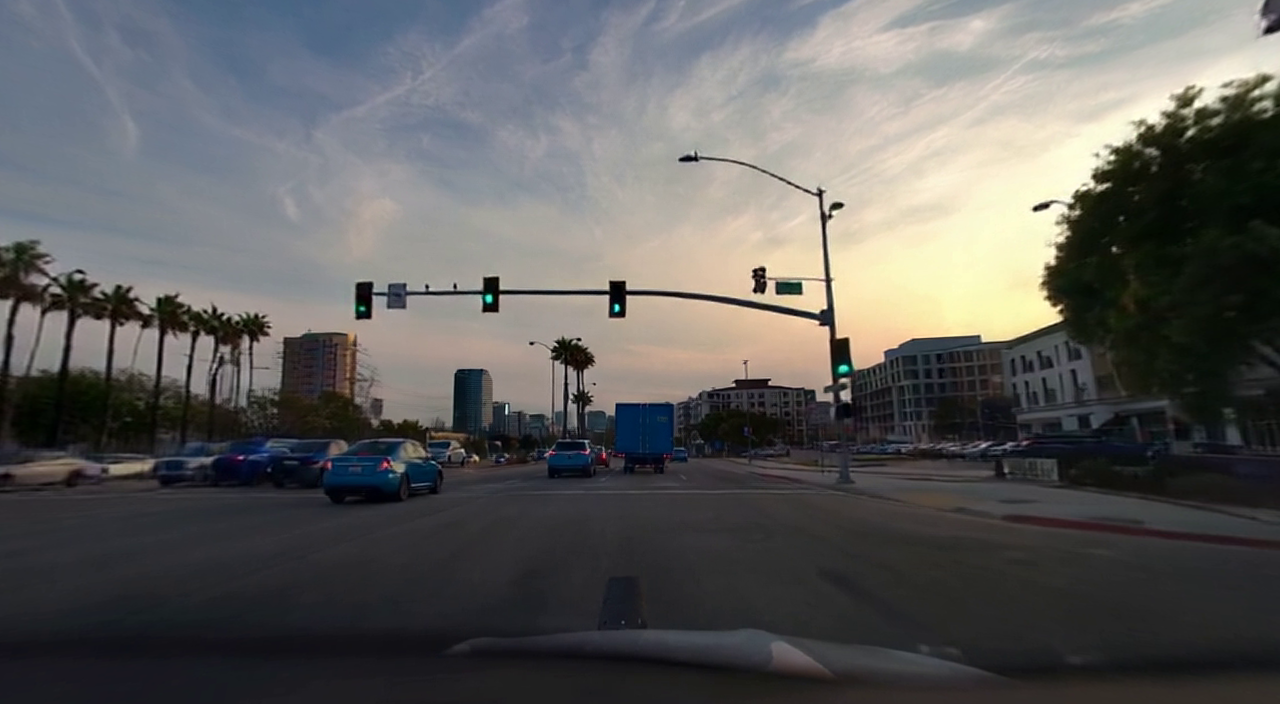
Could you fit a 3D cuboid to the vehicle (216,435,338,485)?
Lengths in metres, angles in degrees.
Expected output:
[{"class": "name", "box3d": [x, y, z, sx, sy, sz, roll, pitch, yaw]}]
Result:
[{"class": "vehicle", "box3d": [-14.630, 4.460, 25.723, 2.040, 1.745, 4.899, -3, -11, 1]}]

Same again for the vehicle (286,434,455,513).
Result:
[{"class": "vehicle", "box3d": [-6.351, 2.896, 15.547, 2.045, 1.630, 4.680, 0, -9, 1]}]

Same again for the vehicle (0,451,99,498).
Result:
[{"class": "vehicle", "box3d": [-21.406, 4.135, 21.404, 1.876, 1.479, 4.443, 0, -9, 1]}]

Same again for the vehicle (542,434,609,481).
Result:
[{"class": "vehicle", "box3d": [-2.645, 4.487, 26.988, 2.178, 1.826, 4.933, 0, -9, 2]}]

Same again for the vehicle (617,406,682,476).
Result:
[{"class": "vehicle", "box3d": [0.470, 4.633, 32.474, 2.993, 3.235, 6.692, 0, -9, 1]}]

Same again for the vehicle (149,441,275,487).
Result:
[{"class": "vehicle", "box3d": [-17.784, 4.647, 26.446, 2.004, 1.733, 4.599, 0, -9, 0]}]
